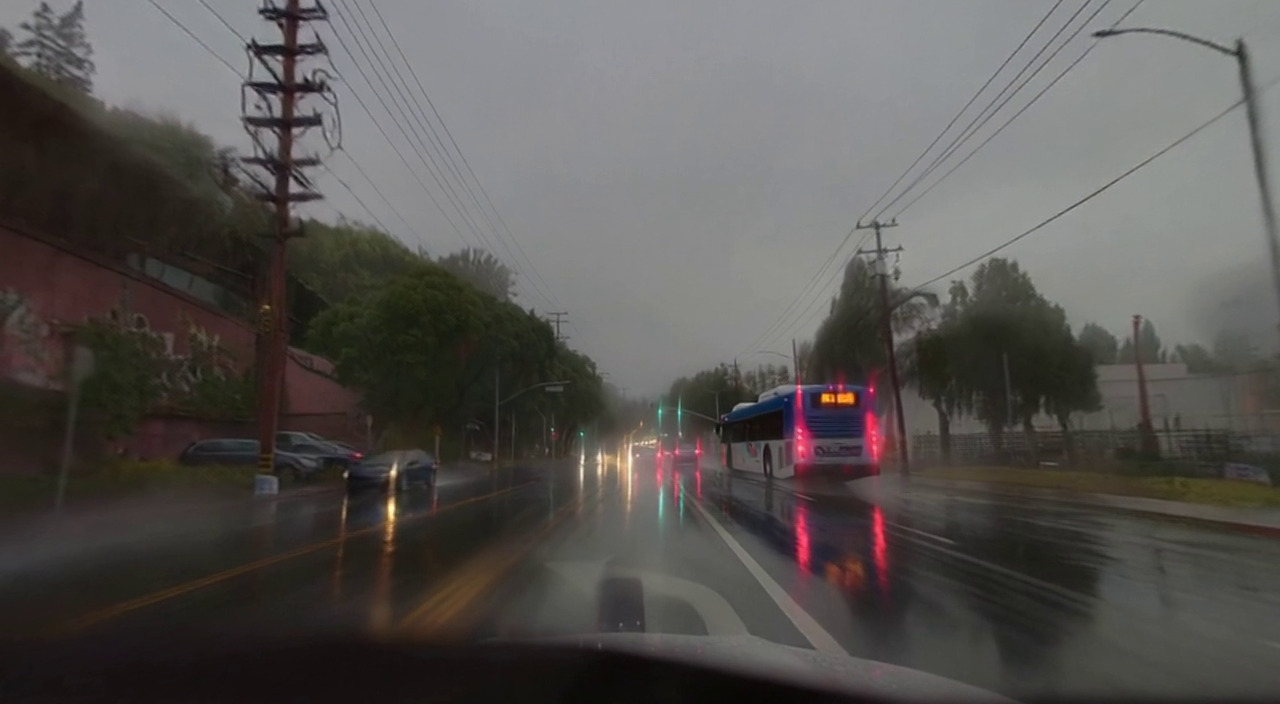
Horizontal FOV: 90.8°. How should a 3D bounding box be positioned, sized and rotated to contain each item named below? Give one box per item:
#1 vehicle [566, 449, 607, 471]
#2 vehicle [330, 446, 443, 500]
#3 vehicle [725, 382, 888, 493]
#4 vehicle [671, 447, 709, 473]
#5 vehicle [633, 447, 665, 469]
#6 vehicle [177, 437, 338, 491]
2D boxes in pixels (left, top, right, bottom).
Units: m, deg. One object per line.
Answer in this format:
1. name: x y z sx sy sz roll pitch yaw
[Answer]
1. vehicle: -3.665 7.532 44.296 1.915 1.452 4.654 -1 -8 8
2. vehicle: -8.592 4.097 21.927 2.017 1.659 4.405 0 -8 1
3. vehicle: 6.017 3.557 25.933 3.045 3.447 12.604 0 -8 -1
4. vehicle: 2.976 6.533 38.605 1.961 1.470 4.196 0 -8 0
5. vehicle: 0.583 7.521 44.902 2.016 1.464 4.089 0 -8 -2
6. vehicle: -14.393 4.233 24.096 4.719 1.903 2.051 1 -8 -9
